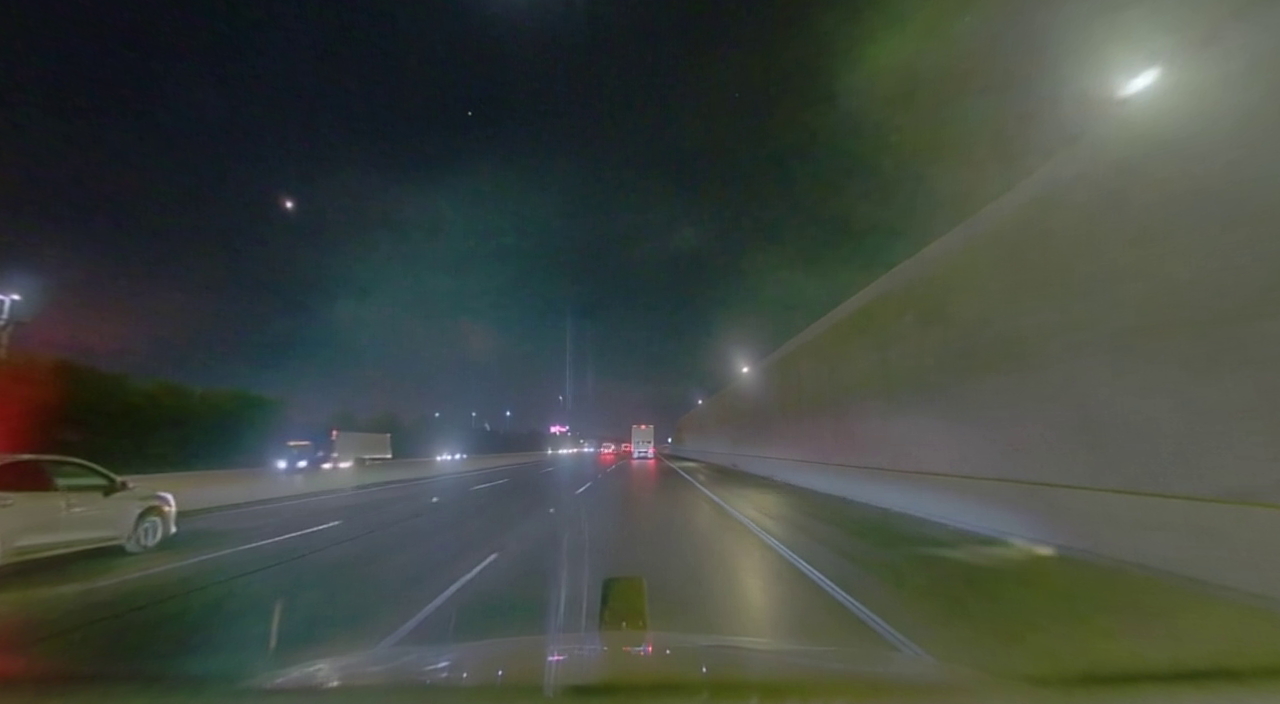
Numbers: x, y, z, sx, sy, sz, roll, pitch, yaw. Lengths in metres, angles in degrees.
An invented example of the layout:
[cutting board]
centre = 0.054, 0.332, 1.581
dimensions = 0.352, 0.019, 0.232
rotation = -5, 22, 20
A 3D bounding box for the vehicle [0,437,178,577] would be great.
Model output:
[vehicle]
centre = -7.768, 1.679, 6.904
dimensions = 1.979, 1.470, 4.485
rotation = 0, -8, 1
